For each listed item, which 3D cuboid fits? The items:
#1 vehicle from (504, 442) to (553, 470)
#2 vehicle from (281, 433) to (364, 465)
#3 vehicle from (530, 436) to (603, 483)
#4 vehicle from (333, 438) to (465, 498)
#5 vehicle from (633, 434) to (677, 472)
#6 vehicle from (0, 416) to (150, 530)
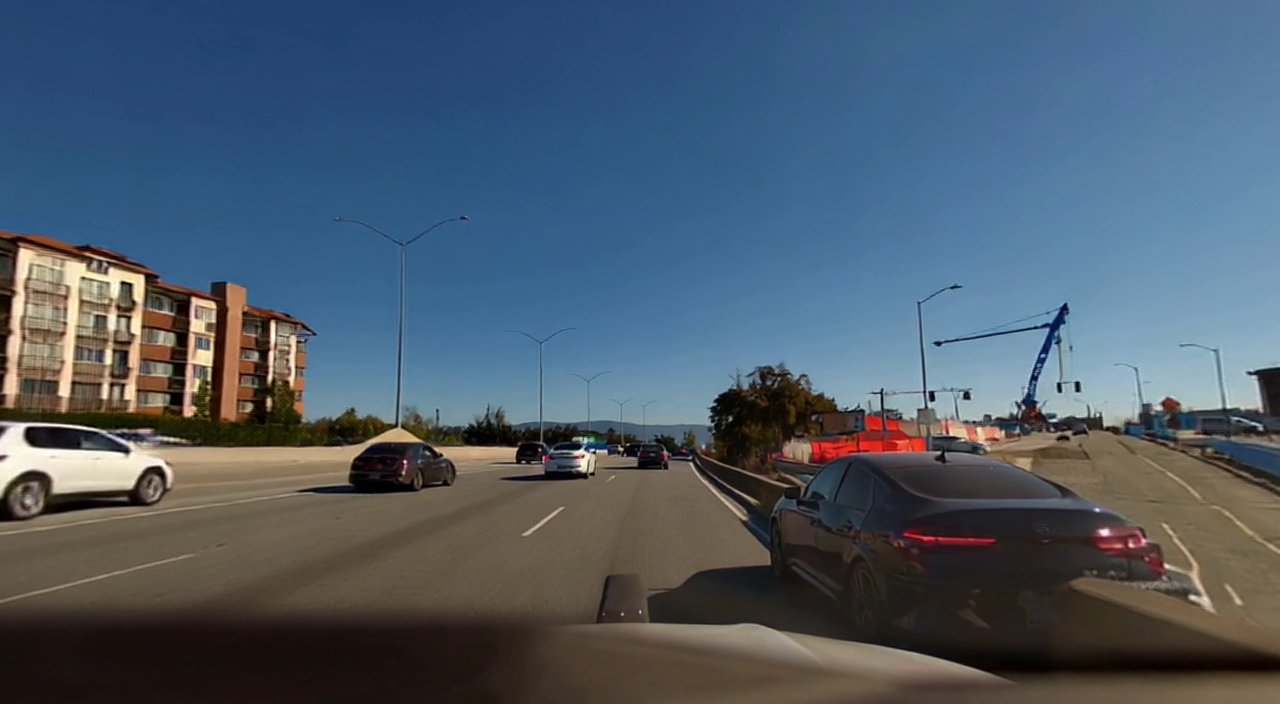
[{"bbox_3d":[-6.371,5.978,36.404,1.931,1.505,4.386,0,-8,1],"label":"vehicle"},{"bbox_3d":[-18.727,5.759,37.492,1.983,1.701,5.236,0,-8,3],"label":"vehicle"},{"bbox_3d":[-2.754,4.154,24.644,2.109,1.657,4.554,0,-8,3],"label":"vehicle"},{"bbox_3d":[-6.821,3.314,18.428,1.959,1.486,4.460,0,-8,2],"label":"vehicle"},{"bbox_3d":[0.756,5.171,32.393,2.116,1.763,4.352,0,-8,1],"label":"vehicle"},{"bbox_3d":[-10.310,1.832,9.715,1.934,1.649,4.338,0,-8,0],"label":"vehicle"}]
